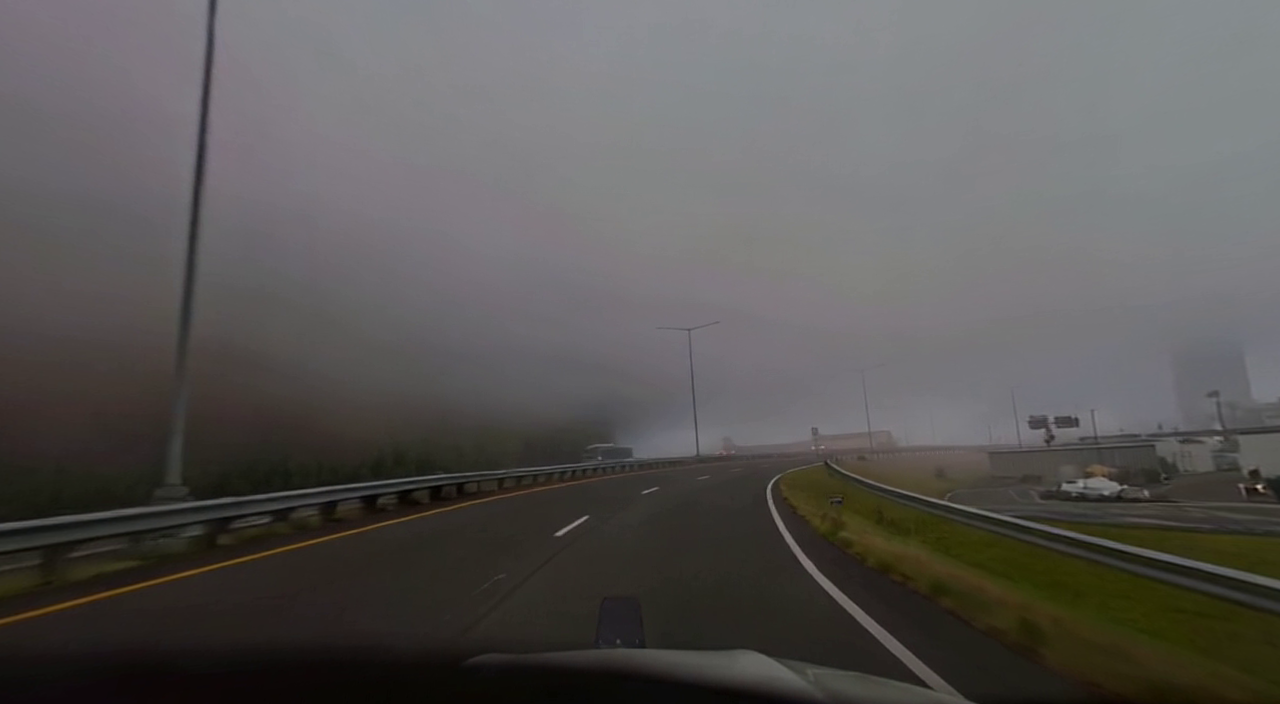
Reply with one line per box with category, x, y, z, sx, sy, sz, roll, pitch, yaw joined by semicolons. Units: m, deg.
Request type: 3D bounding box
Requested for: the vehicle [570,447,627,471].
vehicle;-2.821;7.482;43.877;1.977;1.579;4.410;-5;-10;26
